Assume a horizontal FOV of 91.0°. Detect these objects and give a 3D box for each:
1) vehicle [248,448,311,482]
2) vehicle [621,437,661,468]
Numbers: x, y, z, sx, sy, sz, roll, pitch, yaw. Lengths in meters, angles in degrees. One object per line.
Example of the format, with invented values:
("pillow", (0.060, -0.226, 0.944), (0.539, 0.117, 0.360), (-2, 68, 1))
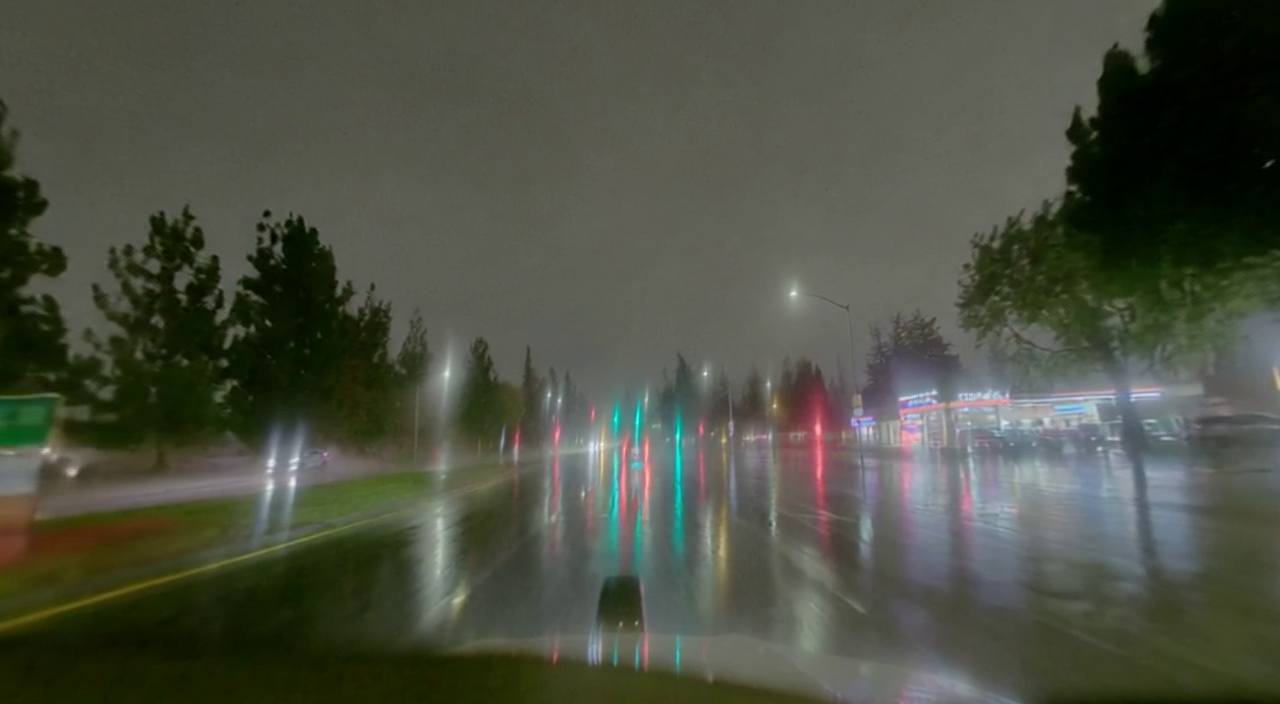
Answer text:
("vehicle", (-19.748, 6.141, 34.655), (1.909, 1.720, 4.390), (2, -9, -16))
("vehicle", (0.031, 5.951, 37.403), (2.213, 1.715, 4.242), (0, -8, -1))
